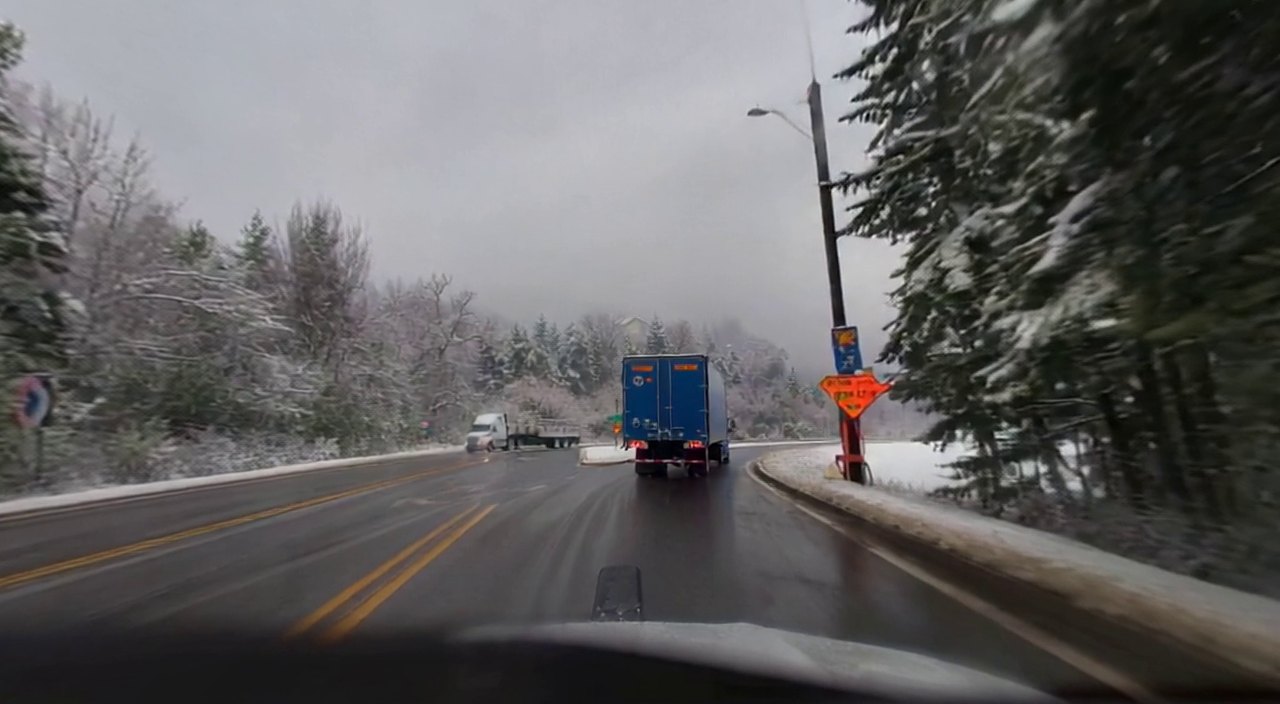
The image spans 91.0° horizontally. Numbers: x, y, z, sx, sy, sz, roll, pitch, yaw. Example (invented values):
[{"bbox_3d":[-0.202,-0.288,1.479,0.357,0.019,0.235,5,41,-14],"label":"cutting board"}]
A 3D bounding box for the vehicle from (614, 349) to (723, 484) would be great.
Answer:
[{"bbox_3d":[1.349,2.360,21.926,2.937,3.647,9.344,-2,-7,7],"label":"vehicle"}]
